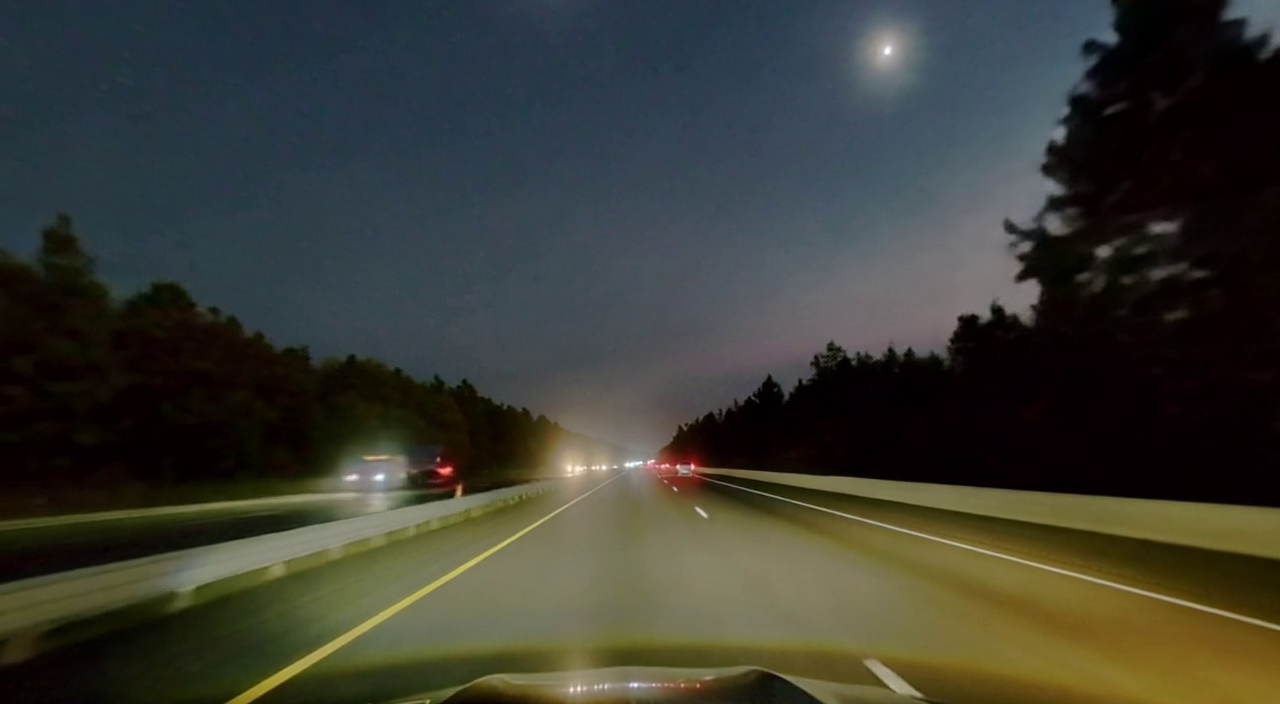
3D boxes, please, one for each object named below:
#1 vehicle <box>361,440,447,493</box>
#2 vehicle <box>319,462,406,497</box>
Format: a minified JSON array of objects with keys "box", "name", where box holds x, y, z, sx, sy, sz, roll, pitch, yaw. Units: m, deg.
[{"box":[-13.252,6.523,35.931,2.526,2.716,5.691,0,-10,1],"name":"vehicle"},{"box":[-13.132,6.051,30.127,2.134,1.488,4.249,1,-10,1],"name":"vehicle"}]
